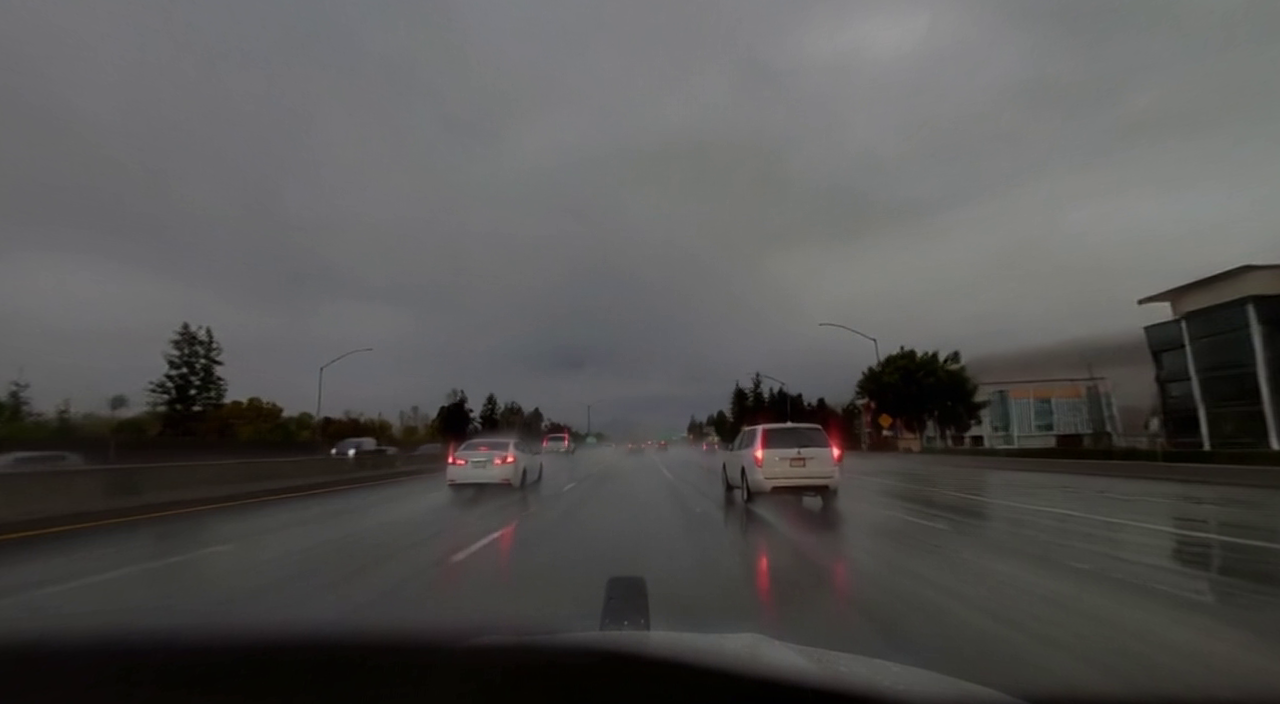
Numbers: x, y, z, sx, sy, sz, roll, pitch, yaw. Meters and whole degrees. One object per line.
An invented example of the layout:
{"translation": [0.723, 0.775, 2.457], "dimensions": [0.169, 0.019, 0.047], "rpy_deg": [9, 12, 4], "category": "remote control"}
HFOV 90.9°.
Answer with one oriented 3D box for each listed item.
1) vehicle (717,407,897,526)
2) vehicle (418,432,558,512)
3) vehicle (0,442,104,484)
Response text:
{"translation": [2.932, 2.170, 12.432], "dimensions": [2.148, 1.852, 4.835], "rpy_deg": [0, -8, -1], "category": "vehicle"}
{"translation": [-3.306, 2.719, 14.838], "dimensions": [2.080, 1.542, 4.718], "rpy_deg": [0, -8, 1], "category": "vehicle"}
{"translation": [-22.859, 4.177, 23.973], "dimensions": [1.695, 1.457, 3.555], "rpy_deg": [0, -8, 1], "category": "vehicle"}
